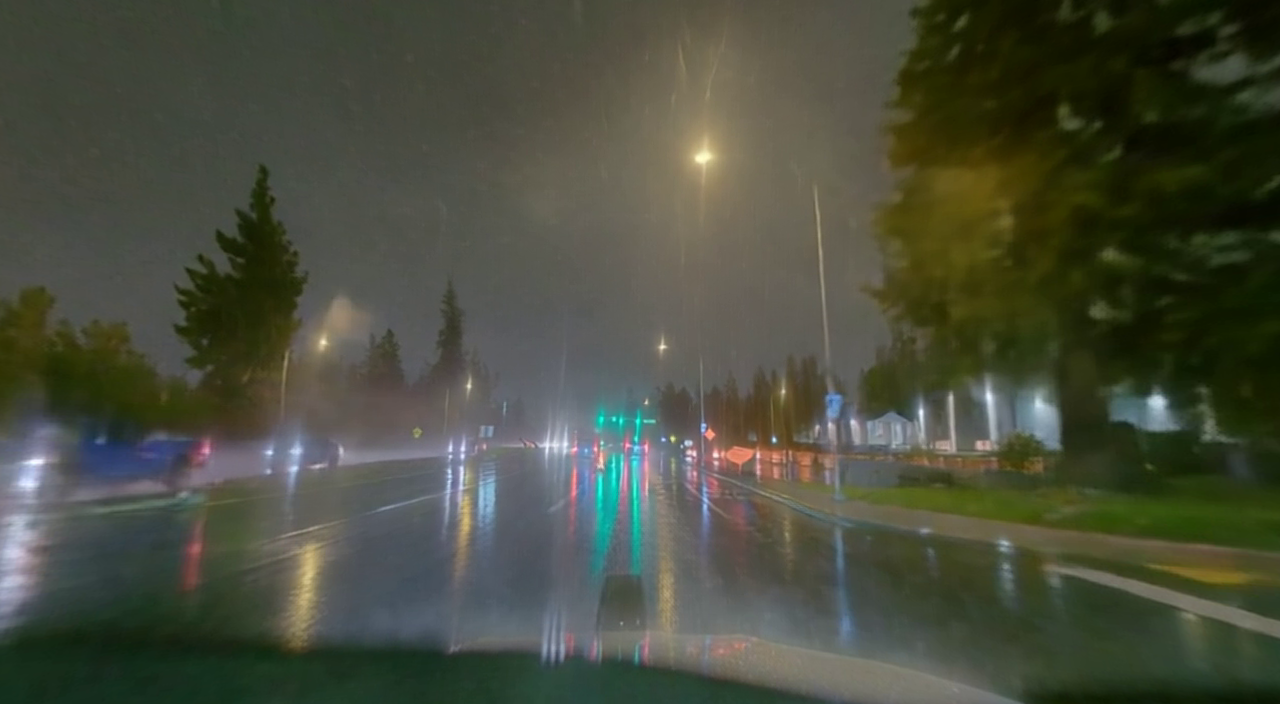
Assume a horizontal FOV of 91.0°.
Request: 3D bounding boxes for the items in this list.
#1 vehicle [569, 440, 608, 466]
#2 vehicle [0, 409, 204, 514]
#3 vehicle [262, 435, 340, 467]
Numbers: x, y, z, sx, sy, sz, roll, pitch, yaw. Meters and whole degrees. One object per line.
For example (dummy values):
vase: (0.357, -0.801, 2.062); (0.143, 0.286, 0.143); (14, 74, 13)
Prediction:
vehicle: (-3.412, 6.854, 42.746); (2.198, 1.663, 4.519); (0, -9, 1)
vehicle: (-11.105, 2.075, 12.328); (2.014, 1.674, 4.337); (0, -9, 0)
vehicle: (-20.787, 6.091, 38.873); (2.046, 1.823, 4.753); (0, -9, 1)
